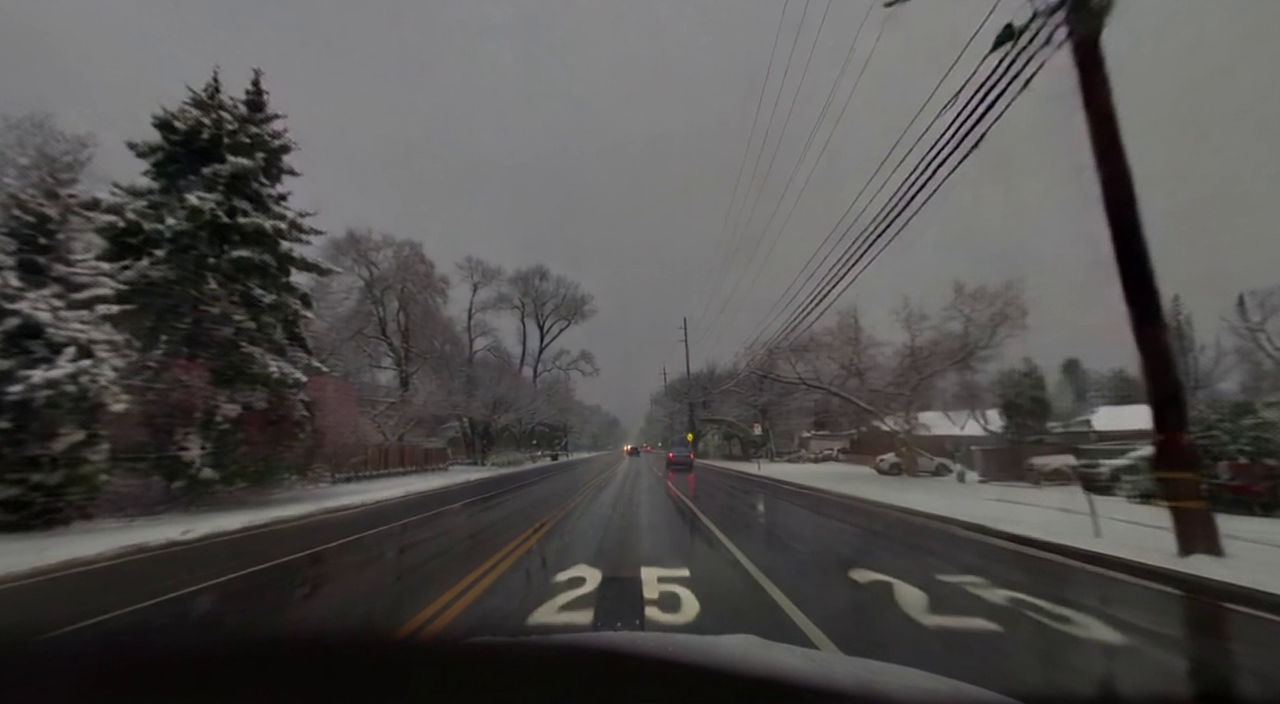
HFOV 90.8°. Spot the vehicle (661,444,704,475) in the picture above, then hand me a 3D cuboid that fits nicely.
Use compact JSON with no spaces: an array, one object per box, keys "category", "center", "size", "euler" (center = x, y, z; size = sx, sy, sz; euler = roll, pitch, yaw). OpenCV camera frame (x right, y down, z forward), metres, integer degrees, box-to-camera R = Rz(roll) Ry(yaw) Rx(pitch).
[{"category":"vehicle","center":[2.150,5.615,33.128],"size":[1.975,1.497,3.647],"euler":[0,-9,0]}]

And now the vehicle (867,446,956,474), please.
[{"category":"vehicle","center":[14.496,5.769,33.863],"size":[3.838,1.405,1.992],"euler":[1,-9,-6]}]
